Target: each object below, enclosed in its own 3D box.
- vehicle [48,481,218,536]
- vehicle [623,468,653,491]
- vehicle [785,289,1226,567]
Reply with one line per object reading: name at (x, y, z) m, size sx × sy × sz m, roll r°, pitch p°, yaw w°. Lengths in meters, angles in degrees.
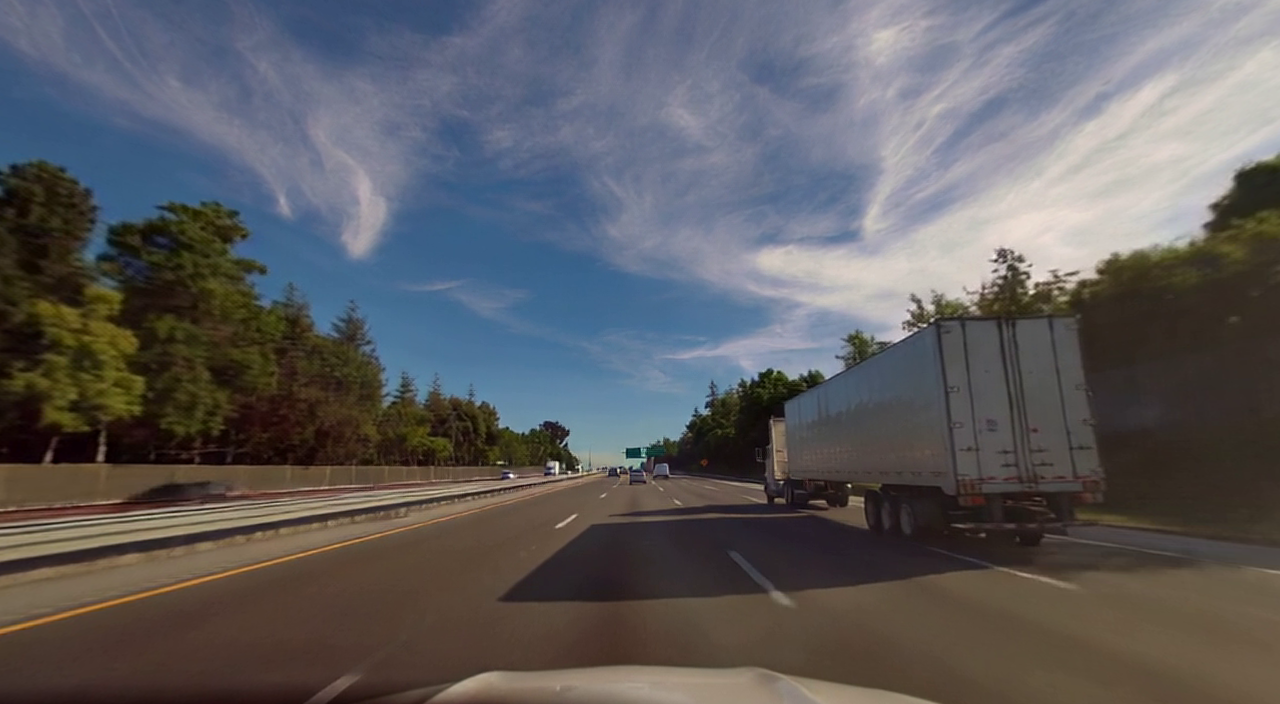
vehicle at (-15.590, 4.809, 19.726) m, size 1.840 × 1.425 × 4.145 m, roll 0°, pitch -11°, yaw 0°
vehicle at (-0.153, 8.856, 43.952) m, size 2.029 × 1.459 × 3.684 m, roll 1°, pitch -11°, yaw 0°
vehicle at (6.857, 2.305, 16.136) m, size 2.926 × 4.073 × 13.836 m, roll 1°, pitch -11°, yaw 0°
